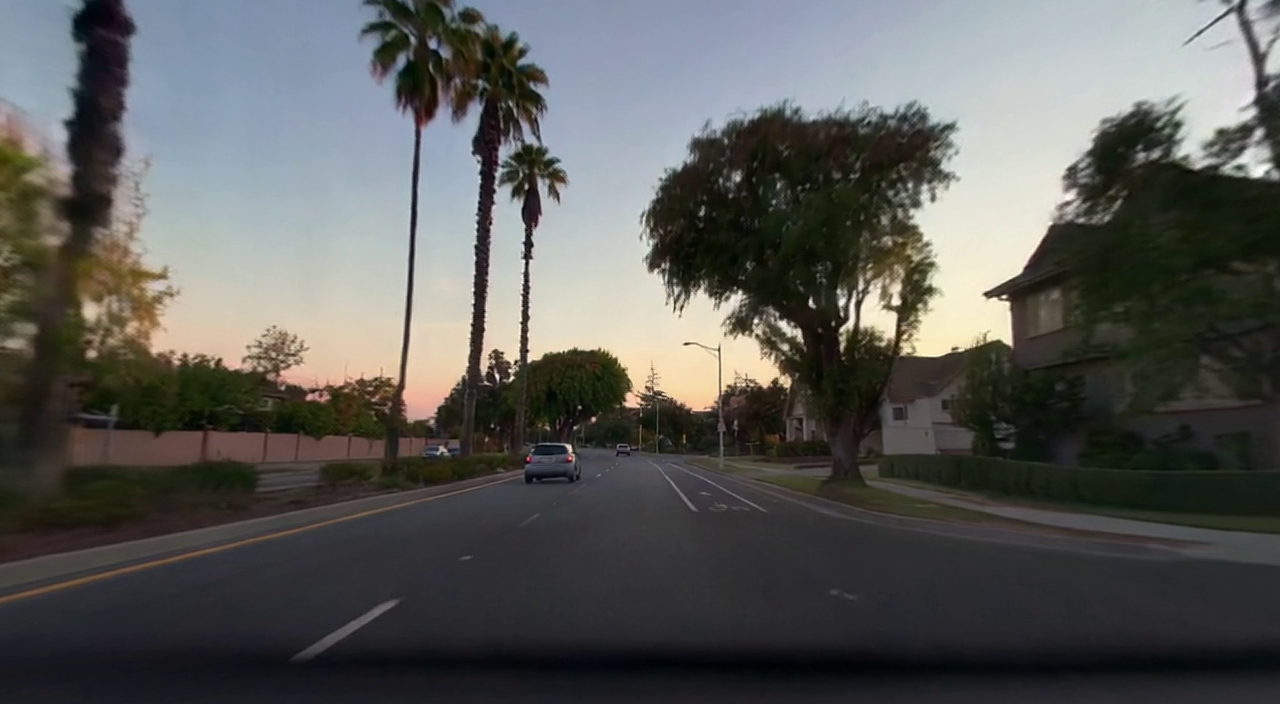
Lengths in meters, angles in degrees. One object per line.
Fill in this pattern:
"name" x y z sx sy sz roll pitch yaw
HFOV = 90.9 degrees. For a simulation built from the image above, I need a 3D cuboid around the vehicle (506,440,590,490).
"vehicle" -2.977 3.790 21.493 2.075 1.498 4.730 0 -9 1
